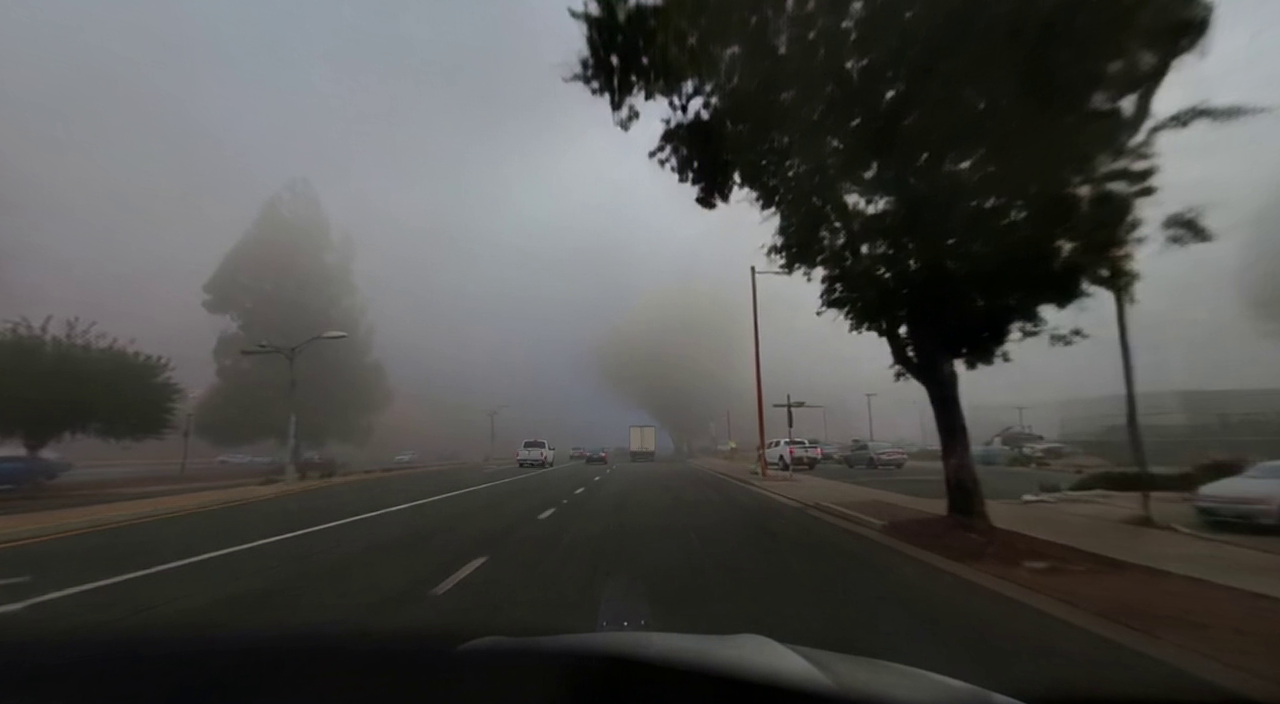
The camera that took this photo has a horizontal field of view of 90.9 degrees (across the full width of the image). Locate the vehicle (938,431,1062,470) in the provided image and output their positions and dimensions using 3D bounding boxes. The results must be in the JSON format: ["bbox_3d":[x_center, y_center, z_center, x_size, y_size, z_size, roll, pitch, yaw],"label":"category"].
[{"bbox_3d":[18.638,5.149,33.095,2.211,1.880,5.847,2,-9,-12],"label":"vehicle"}]

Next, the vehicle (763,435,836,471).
[{"bbox_3d":[8.296,5.304,33.368,2.057,1.750,4.679,1,-9,-8],"label":"vehicle"}]

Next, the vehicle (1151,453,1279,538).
[{"bbox_3d":[13.286,2.858,12.877,3.967,1.552,1.914,0,-9,-1],"label":"vehicle"}]

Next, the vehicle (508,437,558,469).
[{"bbox_3d":[-6.755,6.463,40.410,2.149,1.893,5.187,0,-9,1],"label":"vehicle"}]

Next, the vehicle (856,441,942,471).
[{"bbox_3d":[13.543,5.449,33.287,1.944,1.476,4.483,2,-9,-12],"label":"vehicle"}]

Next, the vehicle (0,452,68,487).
[{"bbox_3d":[-34.146,6.318,33.951,4.555,1.761,2.039,0,-8,0],"label":"vehicle"}]
